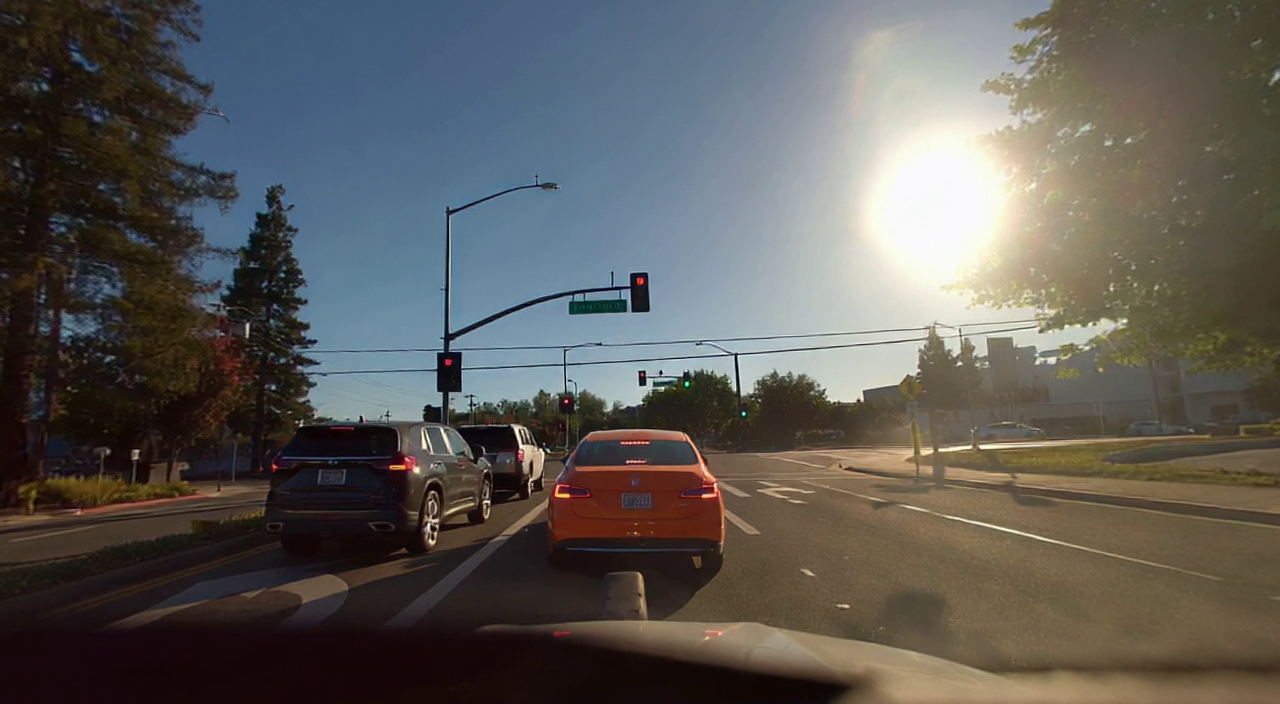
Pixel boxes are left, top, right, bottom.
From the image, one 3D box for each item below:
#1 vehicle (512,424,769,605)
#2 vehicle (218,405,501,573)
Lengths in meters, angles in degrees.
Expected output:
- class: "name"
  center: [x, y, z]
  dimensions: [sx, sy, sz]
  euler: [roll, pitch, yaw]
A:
- class: "vehicle"
  center: [-0.052, 1.646, 7.305]
  dimensions: [2.126, 1.475, 3.967]
  euler: [0, -8, -2]
- class: "vehicle"
  center: [-3.427, 1.755, 8.835]
  dimensions: [2.046, 1.751, 4.208]
  euler: [0, -8, -1]
